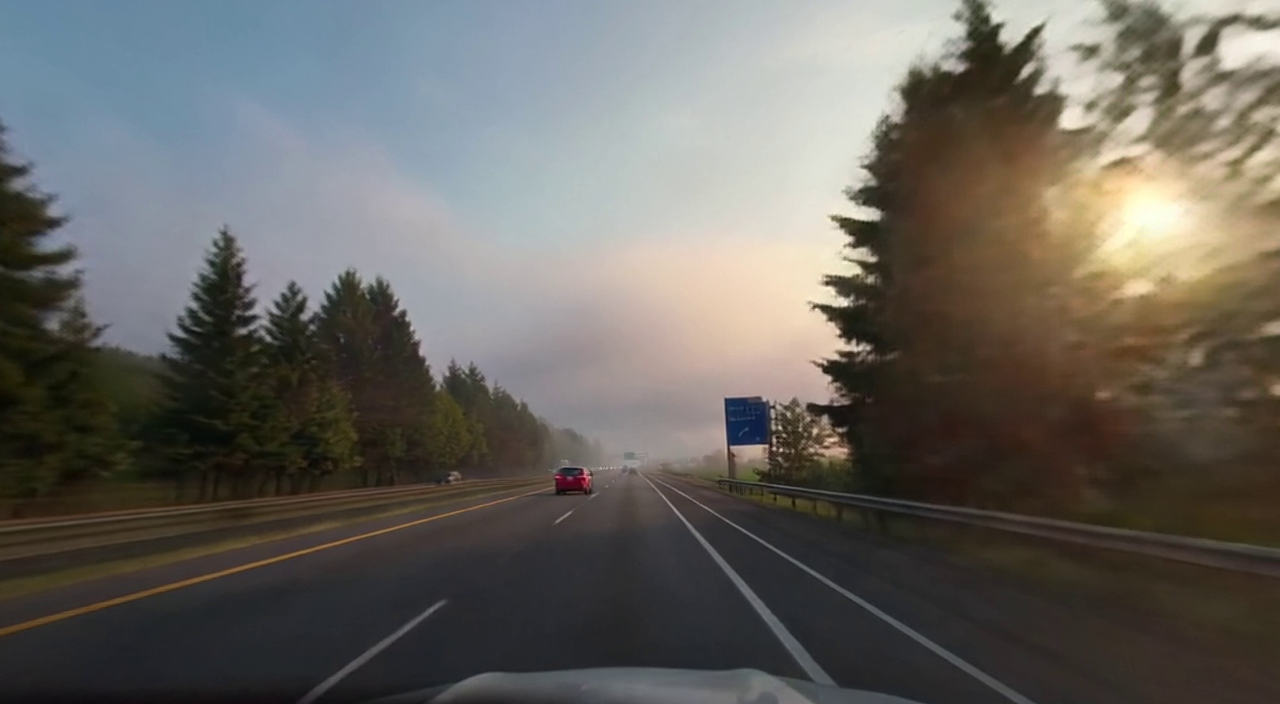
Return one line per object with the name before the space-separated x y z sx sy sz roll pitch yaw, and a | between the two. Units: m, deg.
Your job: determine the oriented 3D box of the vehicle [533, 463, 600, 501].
vehicle | -2.975 5.418 26.513 2.183 1.435 4.653 0 -10 1
